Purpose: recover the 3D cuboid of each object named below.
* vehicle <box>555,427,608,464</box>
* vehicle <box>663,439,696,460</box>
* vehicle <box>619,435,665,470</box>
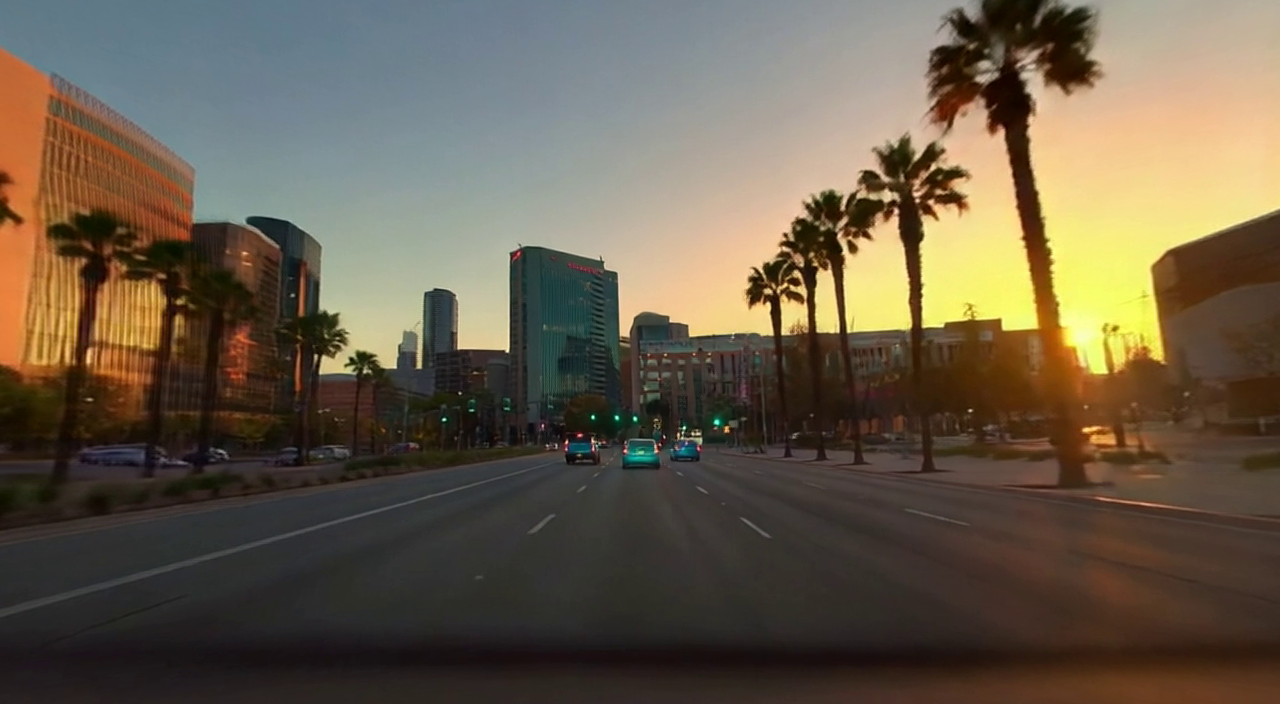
[{"bbox_3d":[-3.411,5.703,38.429,2.672,2.064,5.681,0,-9,0],"label":"vehicle"},{"bbox_3d":[2.914,7.359,47.830,2.085,1.482,4.491,0,-9,-2],"label":"vehicle"},{"bbox_3d":[0.060,5.025,31.834,2.160,1.615,4.117,0,-9,-1],"label":"vehicle"}]
